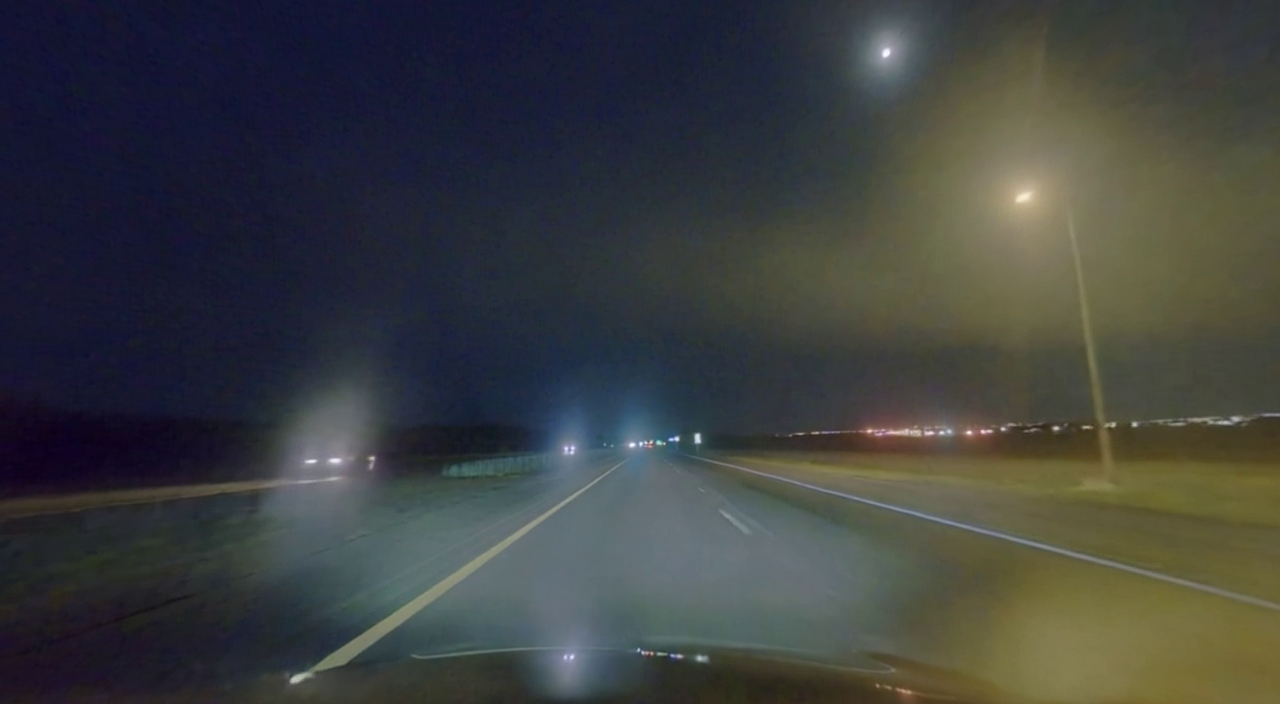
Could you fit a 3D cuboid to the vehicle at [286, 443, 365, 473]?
[{"bbox_3d":[-17.061,5.740,34.469,1.941,1.514,4.359,0,-8,1],"label":"vehicle"}]
